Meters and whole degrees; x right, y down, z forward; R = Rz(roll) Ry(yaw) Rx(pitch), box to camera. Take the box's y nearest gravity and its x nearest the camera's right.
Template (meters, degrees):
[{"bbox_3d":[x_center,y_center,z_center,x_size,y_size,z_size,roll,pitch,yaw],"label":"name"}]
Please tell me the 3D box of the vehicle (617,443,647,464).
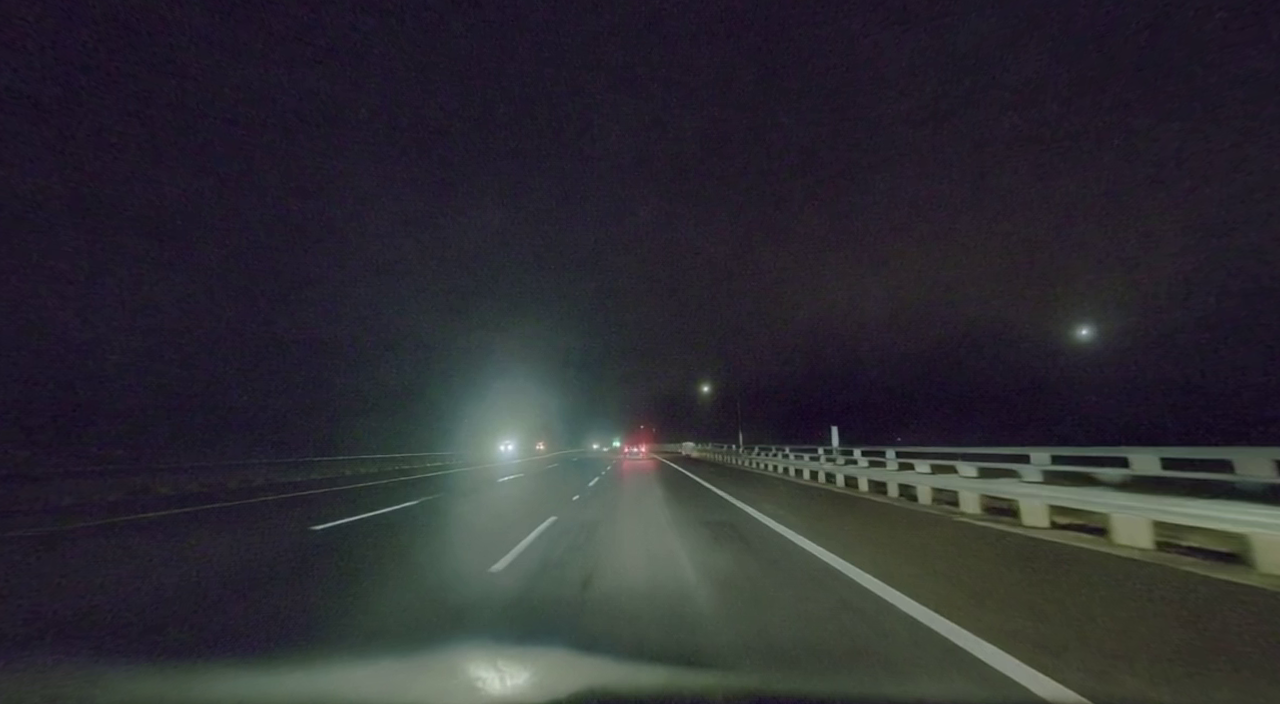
[{"bbox_3d":[-0.596,7.508,46.699,2.083,1.524,4.251,0,-8,0],"label":"vehicle"}]
